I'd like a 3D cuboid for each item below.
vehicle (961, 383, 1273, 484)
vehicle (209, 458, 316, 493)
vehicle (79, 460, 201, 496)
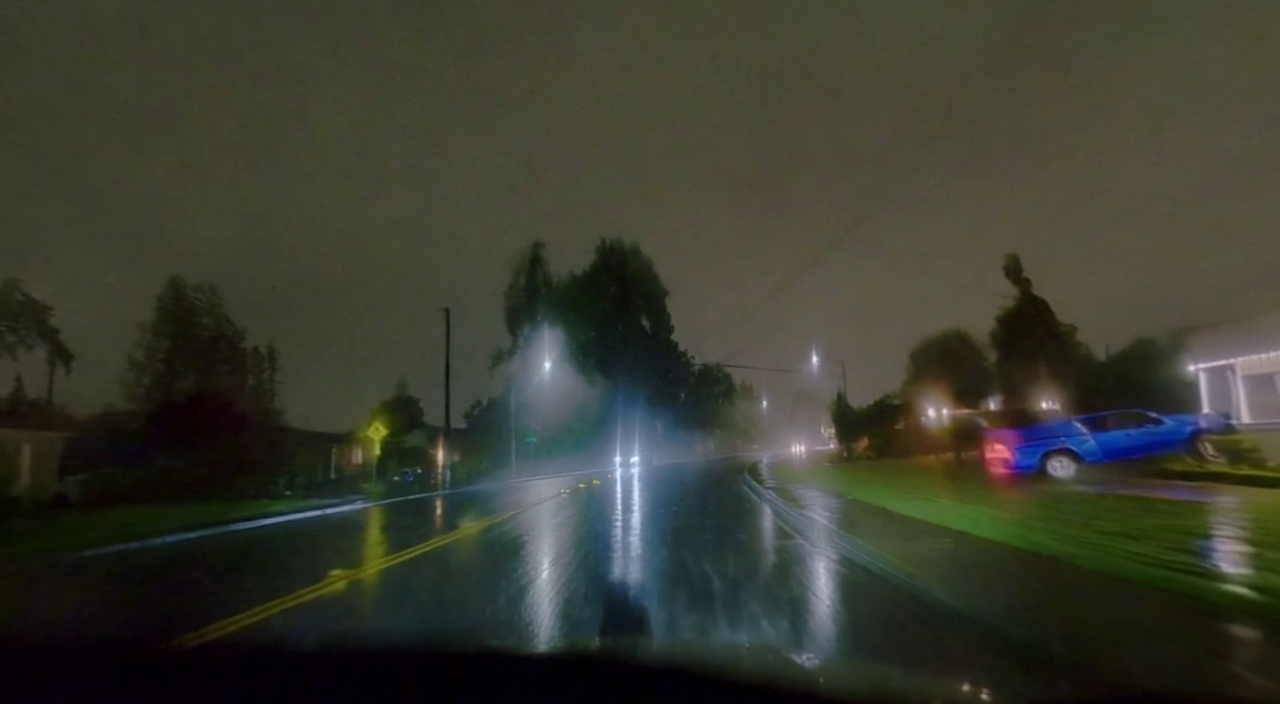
[{"bbox_3d":[11.586,2.061,15.810,5.704,1.788,2.095,-7,-8,8],"label":"vehicle"},{"bbox_3d":[-18.642,6.086,31.211,4.270,1.481,1.972,-3,-9,10],"label":"vehicle"},{"bbox_3d":[-25.413,6.394,32.120,4.751,1.489,2.052,-4,-9,7],"label":"vehicle"}]
